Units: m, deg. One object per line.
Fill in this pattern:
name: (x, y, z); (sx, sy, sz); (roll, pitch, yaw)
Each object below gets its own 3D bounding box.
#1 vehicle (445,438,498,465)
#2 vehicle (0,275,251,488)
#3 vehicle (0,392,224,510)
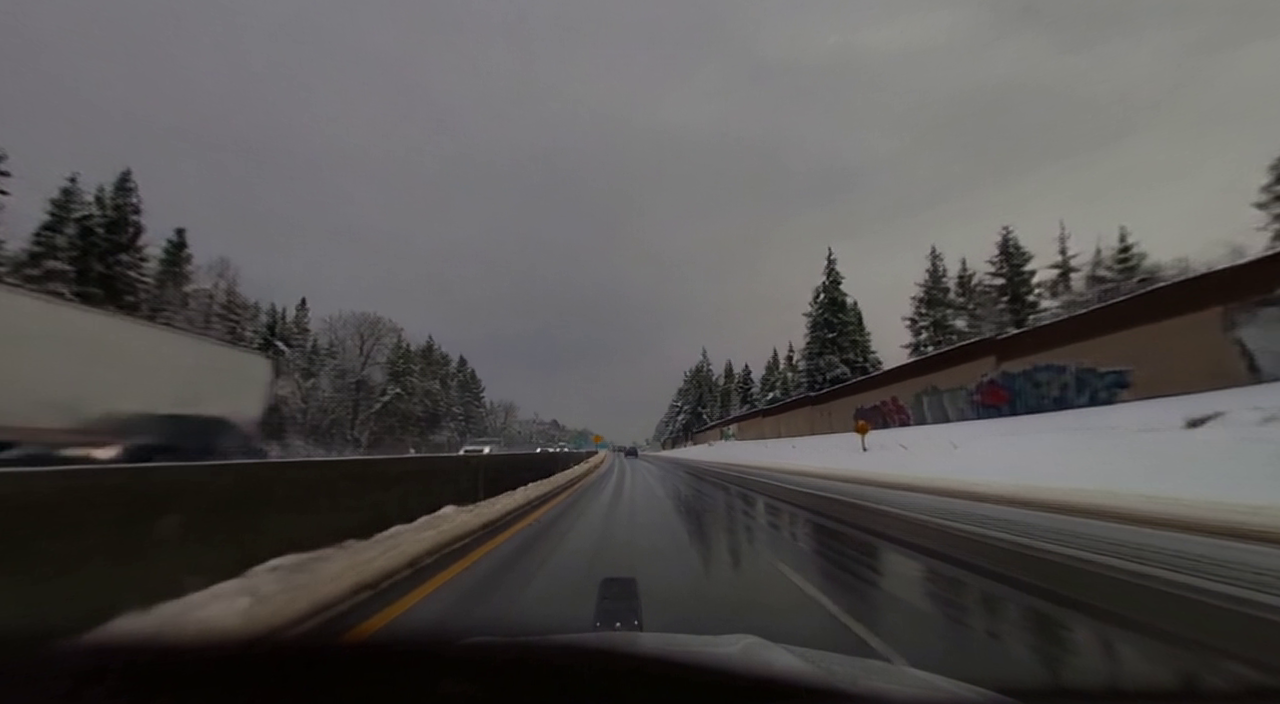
vehicle: (-10.192, 6.038, 38.241); (2.055, 1.526, 4.468); (0, -9, -1)
vehicle: (-13.595, 0.612, 12.257); (2.852, 3.992, 14.363); (0, -9, 0)
vehicle: (-9.379, 1.622, 10.388); (1.978, 1.542, 4.321); (0, -9, 0)
